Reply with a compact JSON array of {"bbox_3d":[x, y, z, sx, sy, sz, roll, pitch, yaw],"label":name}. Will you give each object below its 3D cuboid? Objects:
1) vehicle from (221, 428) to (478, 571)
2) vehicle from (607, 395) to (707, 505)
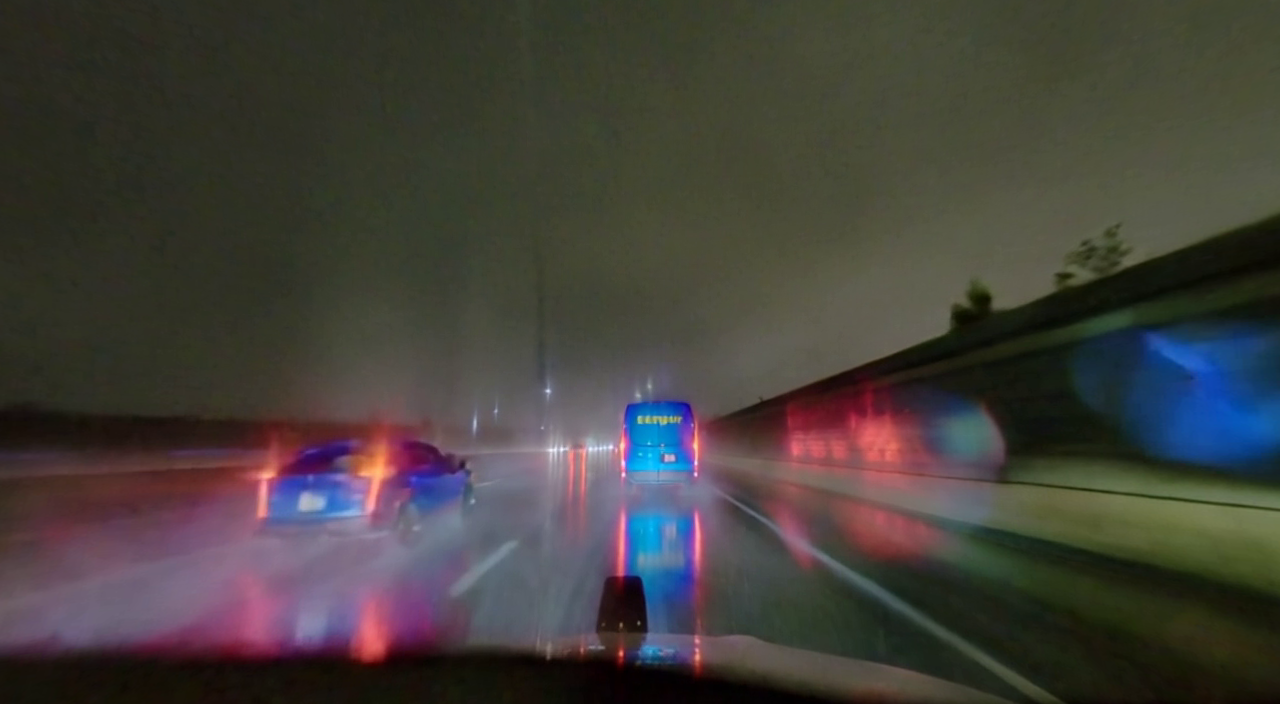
[{"bbox_3d":[-3.575,1.851,8.564,1.788,1.500,3.475,0,-9,0],"label":"vehicle"},{"bbox_3d":[0.314,2.683,17.440,2.332,2.558,5.314,0,-9,-2],"label":"vehicle"}]
